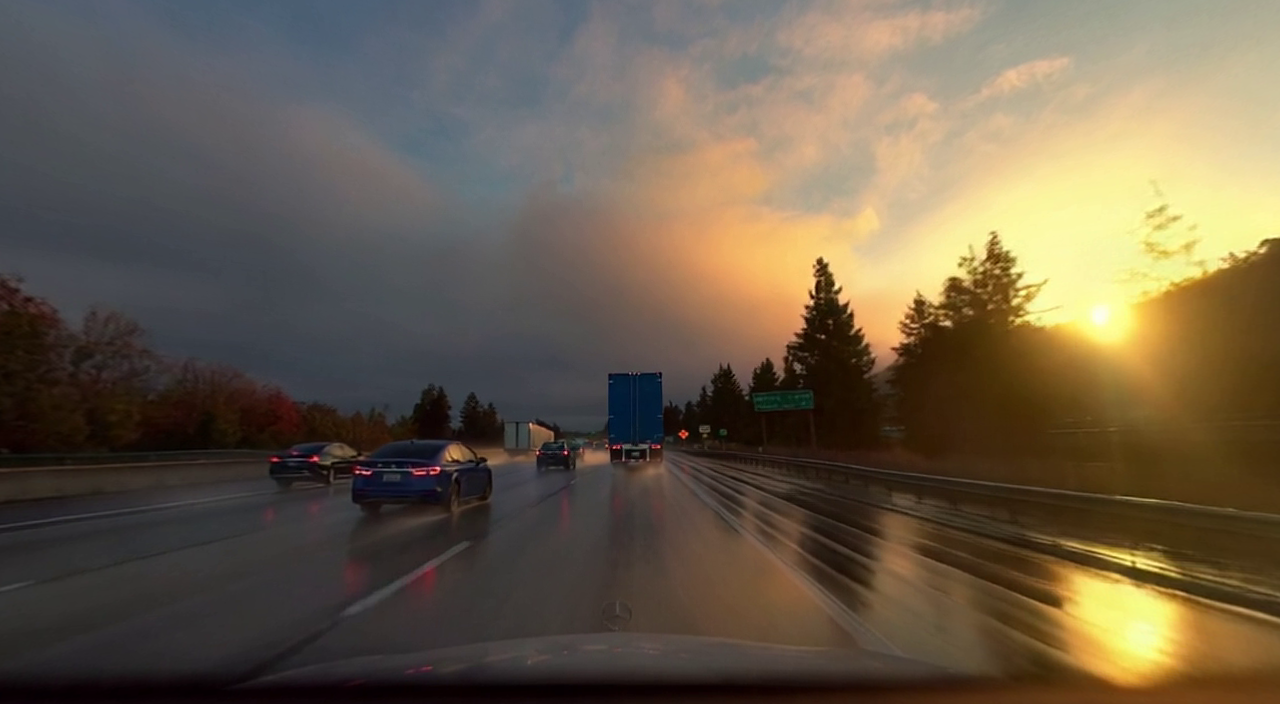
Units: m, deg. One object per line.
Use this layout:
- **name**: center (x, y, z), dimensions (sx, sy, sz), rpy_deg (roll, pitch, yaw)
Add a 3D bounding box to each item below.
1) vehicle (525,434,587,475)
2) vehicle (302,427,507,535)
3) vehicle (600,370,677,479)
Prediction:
- **vehicle**: center (-3.653, 4.548, 28.137), dimensions (2.158, 1.680, 4.087), rpy_deg (0, -8, 0)
- **vehicle**: center (-3.962, 2.226, 11.480), dimensions (2.164, 1.582, 3.979), rpy_deg (0, -8, 0)
- **vehicle**: center (-0.219, 3.499, 29.359), dimensions (2.913, 4.113, 10.724), rpy_deg (0, -8, -2)
